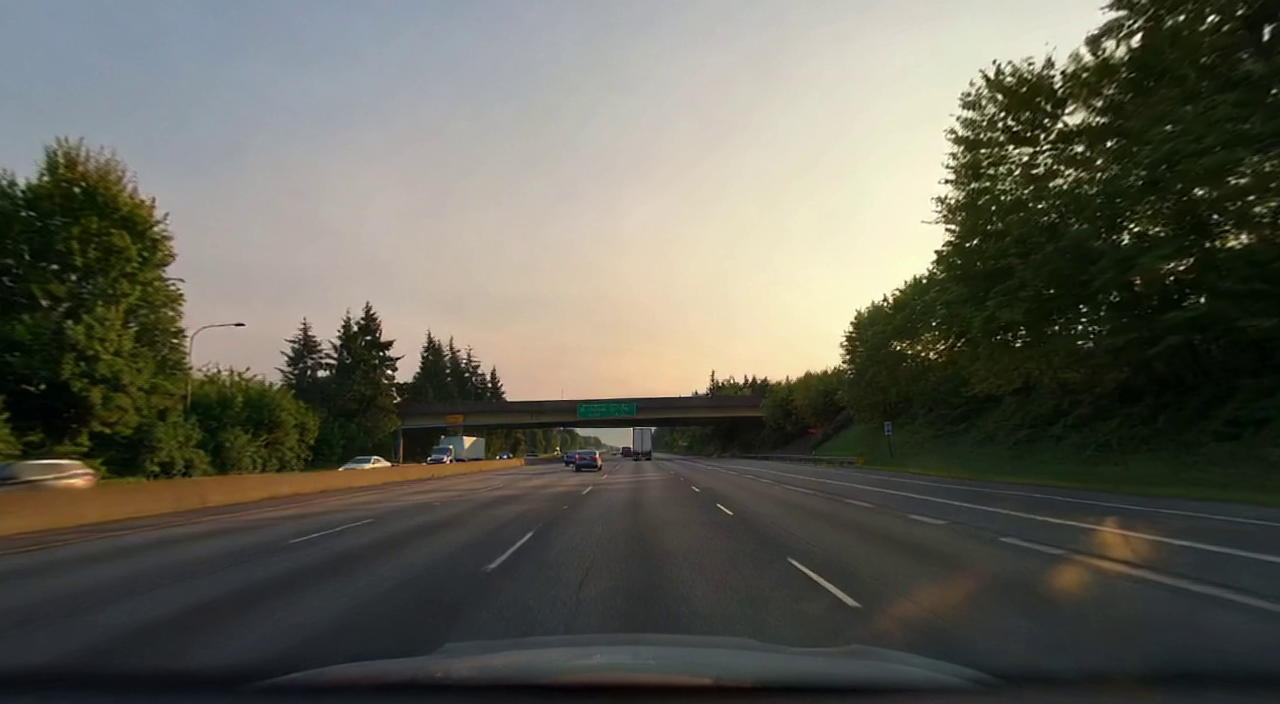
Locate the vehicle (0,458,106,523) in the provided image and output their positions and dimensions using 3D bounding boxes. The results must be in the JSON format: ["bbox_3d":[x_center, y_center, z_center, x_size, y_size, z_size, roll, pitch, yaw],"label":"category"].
[{"bbox_3d":[-15.879,3.368,15.533,1.975,1.457,3.959,0,-9,0],"label":"vehicle"}]

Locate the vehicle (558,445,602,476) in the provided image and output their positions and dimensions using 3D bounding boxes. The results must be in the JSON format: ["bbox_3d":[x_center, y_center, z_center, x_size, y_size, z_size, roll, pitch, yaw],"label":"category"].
[{"bbox_3d":[-3.492,6.442,37.684,2.160,1.724,4.997,0,-9,0],"label":"vehicle"}]
